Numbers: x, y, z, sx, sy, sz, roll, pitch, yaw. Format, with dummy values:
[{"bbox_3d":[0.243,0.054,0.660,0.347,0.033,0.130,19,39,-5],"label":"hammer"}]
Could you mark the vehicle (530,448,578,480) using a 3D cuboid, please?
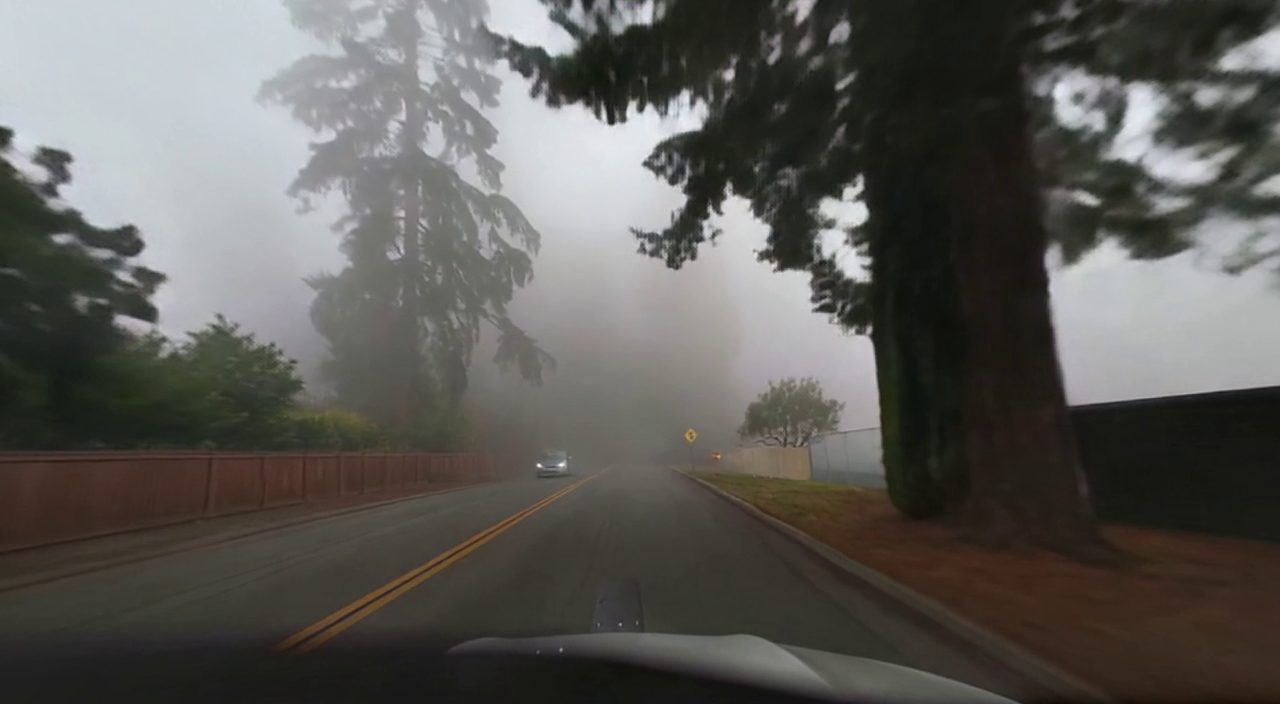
[{"bbox_3d":[-4.844,6.386,36.354,2.087,1.693,4.343,0,-8,1],"label":"vehicle"}]
